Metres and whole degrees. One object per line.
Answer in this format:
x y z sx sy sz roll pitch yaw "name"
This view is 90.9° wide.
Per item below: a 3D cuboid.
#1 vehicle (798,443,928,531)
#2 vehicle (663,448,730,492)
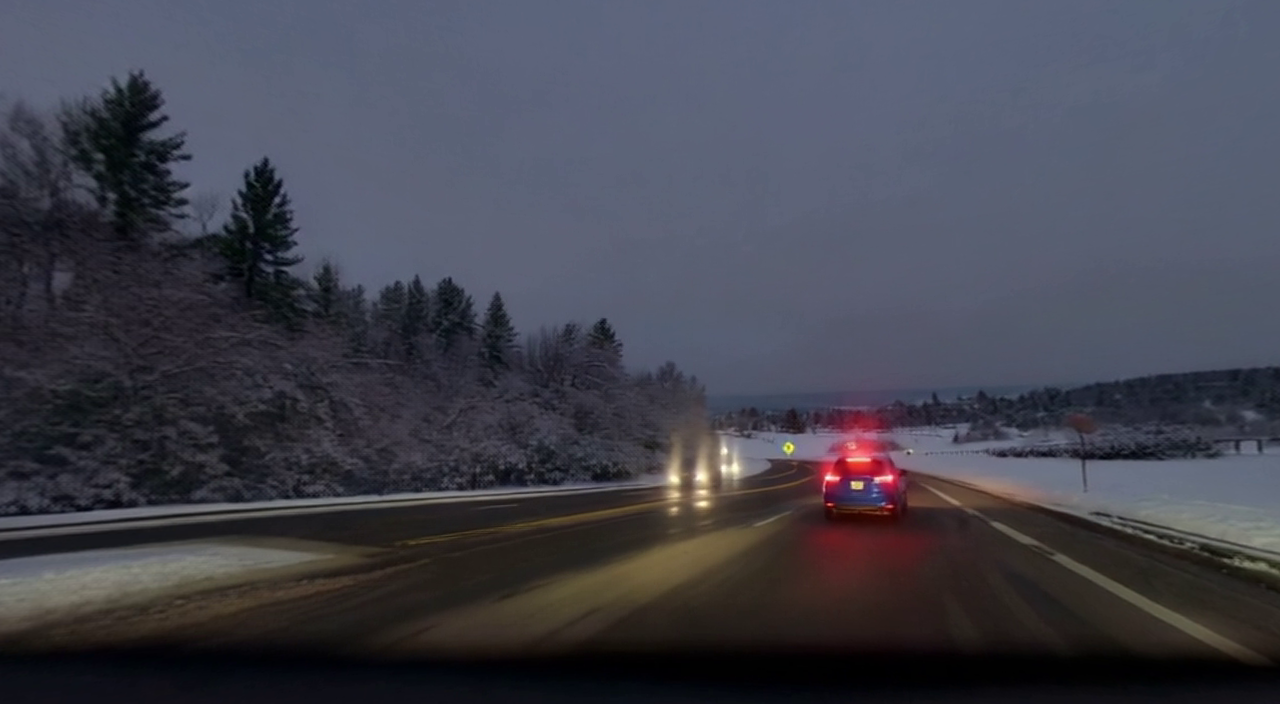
4.896 2.726 13.449 2.148 1.521 4.089 -4 -9 25 "vehicle"
2.942 5.794 31.467 2.150 1.927 5.209 -3 -9 18 "vehicle"
